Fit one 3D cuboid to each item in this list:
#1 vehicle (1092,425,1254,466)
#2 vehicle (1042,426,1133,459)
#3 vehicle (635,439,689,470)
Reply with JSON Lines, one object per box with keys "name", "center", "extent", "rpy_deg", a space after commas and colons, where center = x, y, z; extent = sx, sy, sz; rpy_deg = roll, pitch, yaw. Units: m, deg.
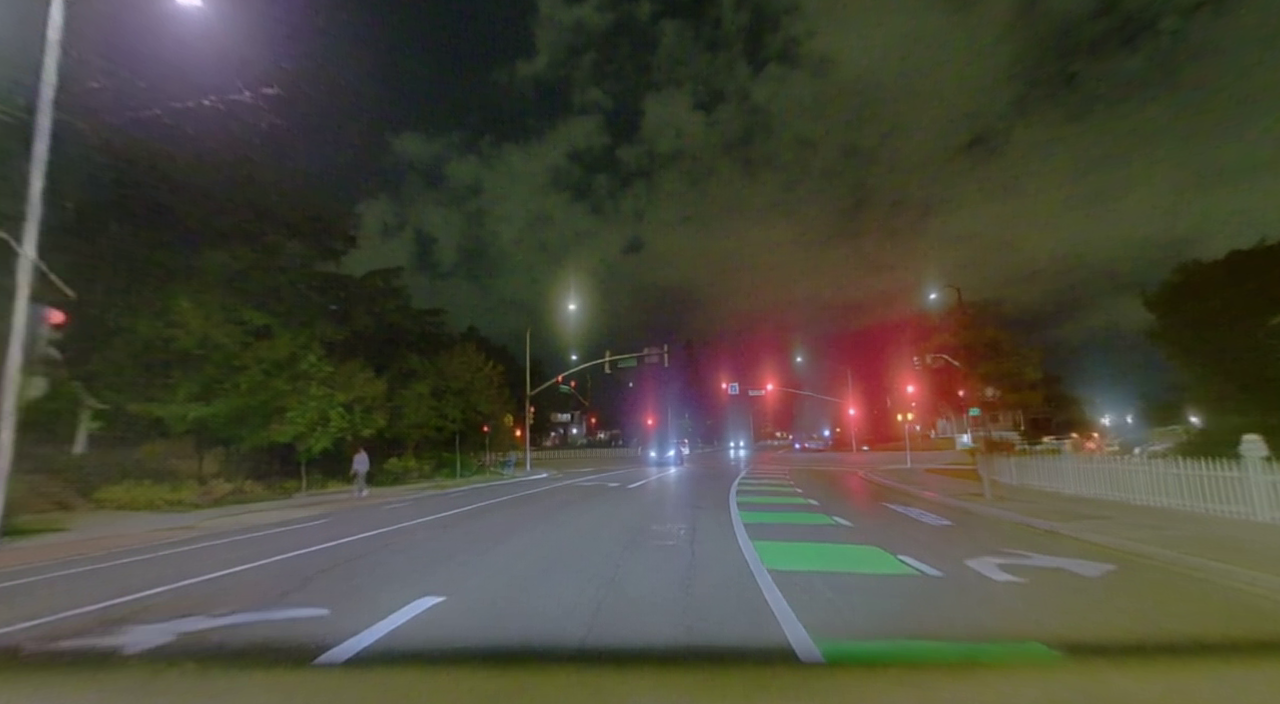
{"name": "vehicle", "center": [22.317, 3.923, 26.742], "extent": [1.972, 1.477, 5.340], "rpy_deg": [-2, -7, -4]}
{"name": "vehicle", "center": [22.702, 4.622, 32.184], "extent": [1.937, 1.474, 5.114], "rpy_deg": [-4, -9, 14]}
{"name": "vehicle", "center": [1.234, 5.374, 33.253], "extent": [1.904, 1.489, 4.746], "rpy_deg": [-2, -9, 14]}
